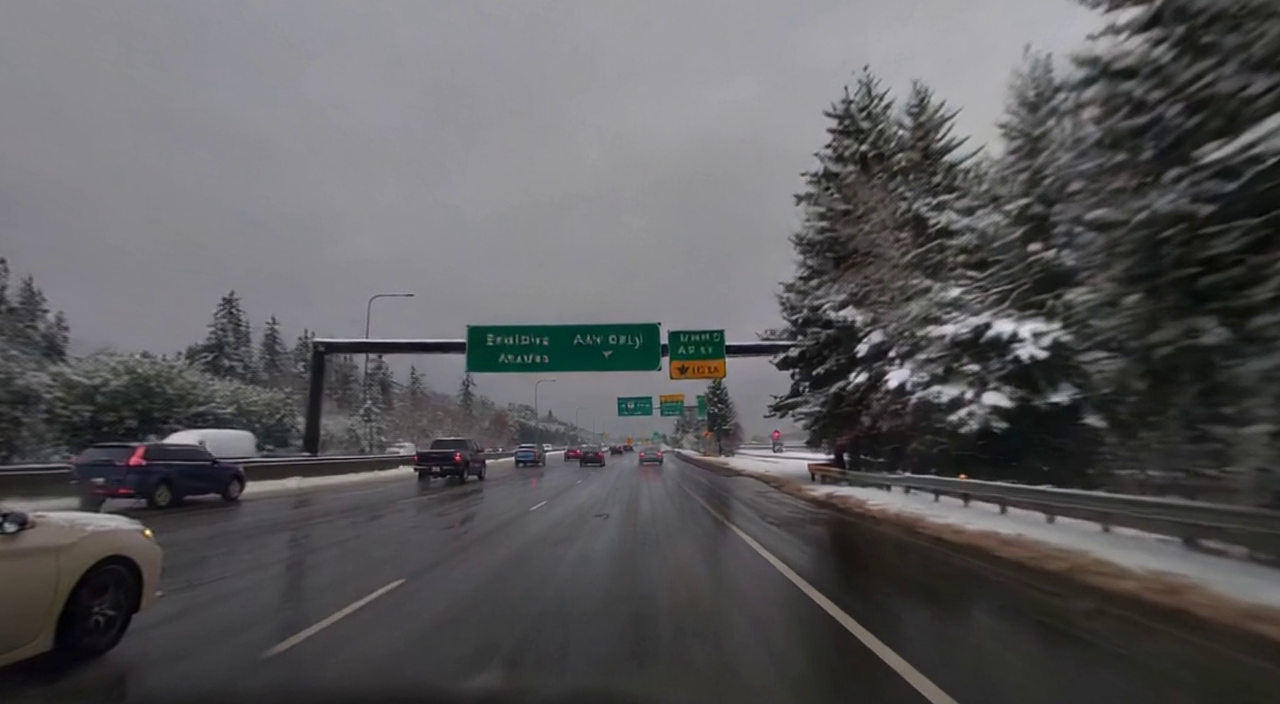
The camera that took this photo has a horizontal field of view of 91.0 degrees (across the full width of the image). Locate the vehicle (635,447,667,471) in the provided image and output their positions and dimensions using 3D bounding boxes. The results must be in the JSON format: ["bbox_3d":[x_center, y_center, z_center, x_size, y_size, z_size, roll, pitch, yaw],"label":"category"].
[{"bbox_3d":[0.778,7.467,44.154,2.153,1.510,4.646,0,-9,2],"label":"vehicle"}]

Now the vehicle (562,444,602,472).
[{"bbox_3d":[-3.753,6.941,41.510,2.132,1.708,4.571,0,-9,1],"label":"vehicle"}]

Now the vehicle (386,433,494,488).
[{"bbox_3d":[-7.546,4.170,24.553,2.250,1.870,5.647,0,-9,1],"label":"vehicle"}]

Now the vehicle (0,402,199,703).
[{"bbox_3d":[-4.198,0.883,2.180,2.027,1.547,4.511,0,-9,1],"label":"vehicle"}]
